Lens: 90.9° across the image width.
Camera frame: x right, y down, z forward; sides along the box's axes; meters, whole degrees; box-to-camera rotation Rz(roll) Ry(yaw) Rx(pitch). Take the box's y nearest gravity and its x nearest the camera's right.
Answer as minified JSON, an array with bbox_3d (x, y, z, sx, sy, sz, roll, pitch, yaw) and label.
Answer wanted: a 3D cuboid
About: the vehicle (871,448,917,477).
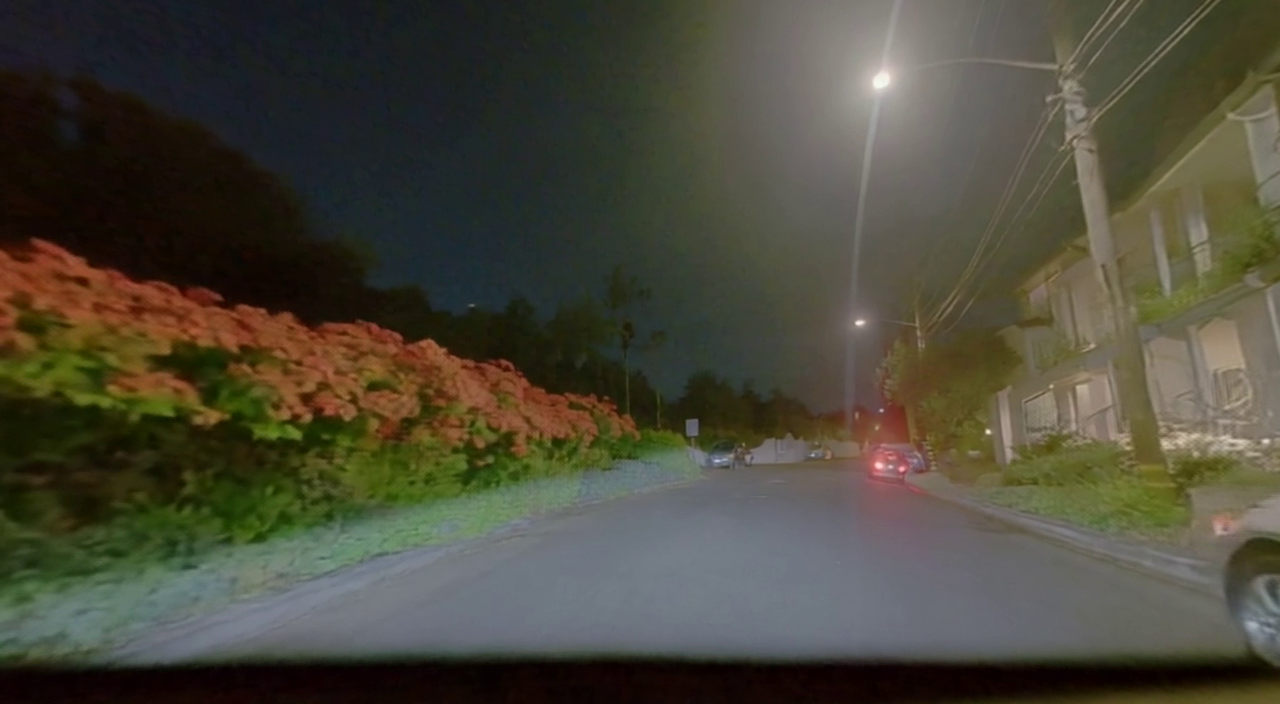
[{"bbox_3d":[14.414,6.220,35.782,2.151,1.468,5.066,-4,-9,21],"label":"vehicle"}]

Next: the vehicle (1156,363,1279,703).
[{"bbox_3d":[4.372,0.730,1.496,2.311,1.909,5.570,-2,-8,10],"label":"vehicle"}]
